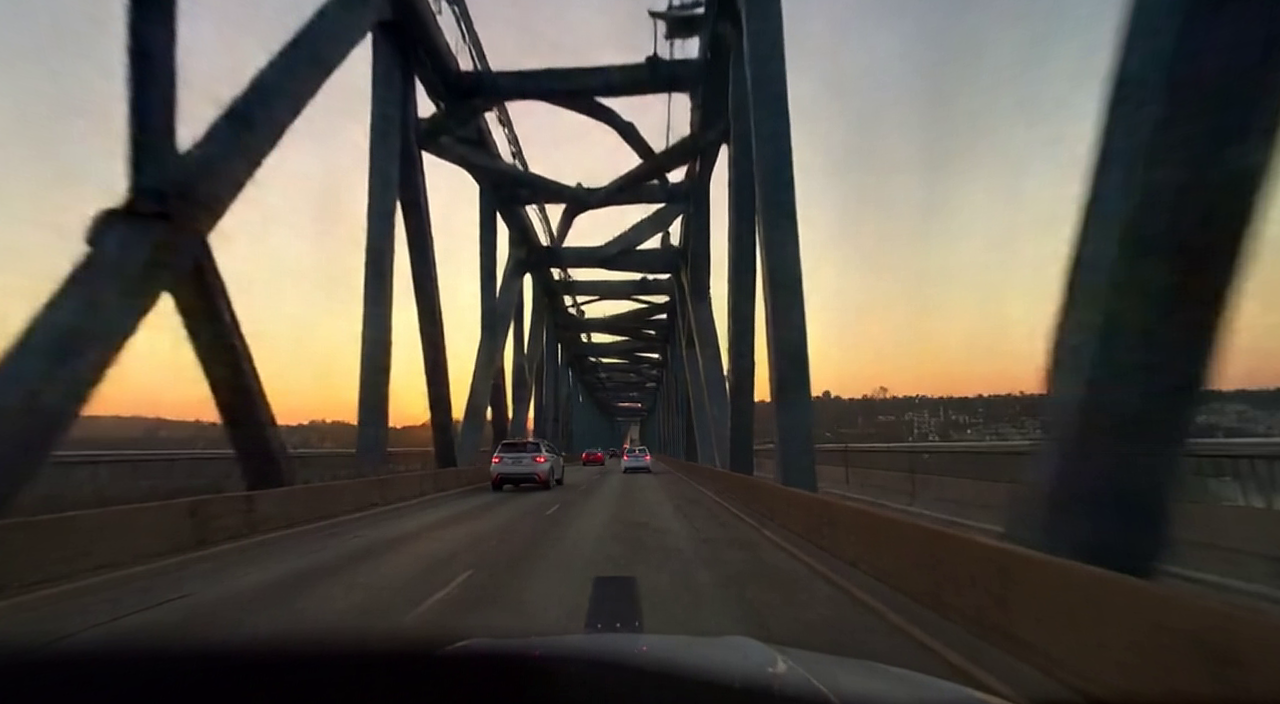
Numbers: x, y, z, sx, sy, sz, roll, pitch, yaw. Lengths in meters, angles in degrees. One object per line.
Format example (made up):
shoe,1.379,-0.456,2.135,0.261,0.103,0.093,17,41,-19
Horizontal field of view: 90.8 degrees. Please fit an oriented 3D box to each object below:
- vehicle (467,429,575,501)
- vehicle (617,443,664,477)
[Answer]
vehicle,-3.313,3.262,18.648,2.190,1.807,4.741,-1,-9,1
vehicle,0.014,4.987,29.385,2.048,1.450,3.973,0,-9,-1
